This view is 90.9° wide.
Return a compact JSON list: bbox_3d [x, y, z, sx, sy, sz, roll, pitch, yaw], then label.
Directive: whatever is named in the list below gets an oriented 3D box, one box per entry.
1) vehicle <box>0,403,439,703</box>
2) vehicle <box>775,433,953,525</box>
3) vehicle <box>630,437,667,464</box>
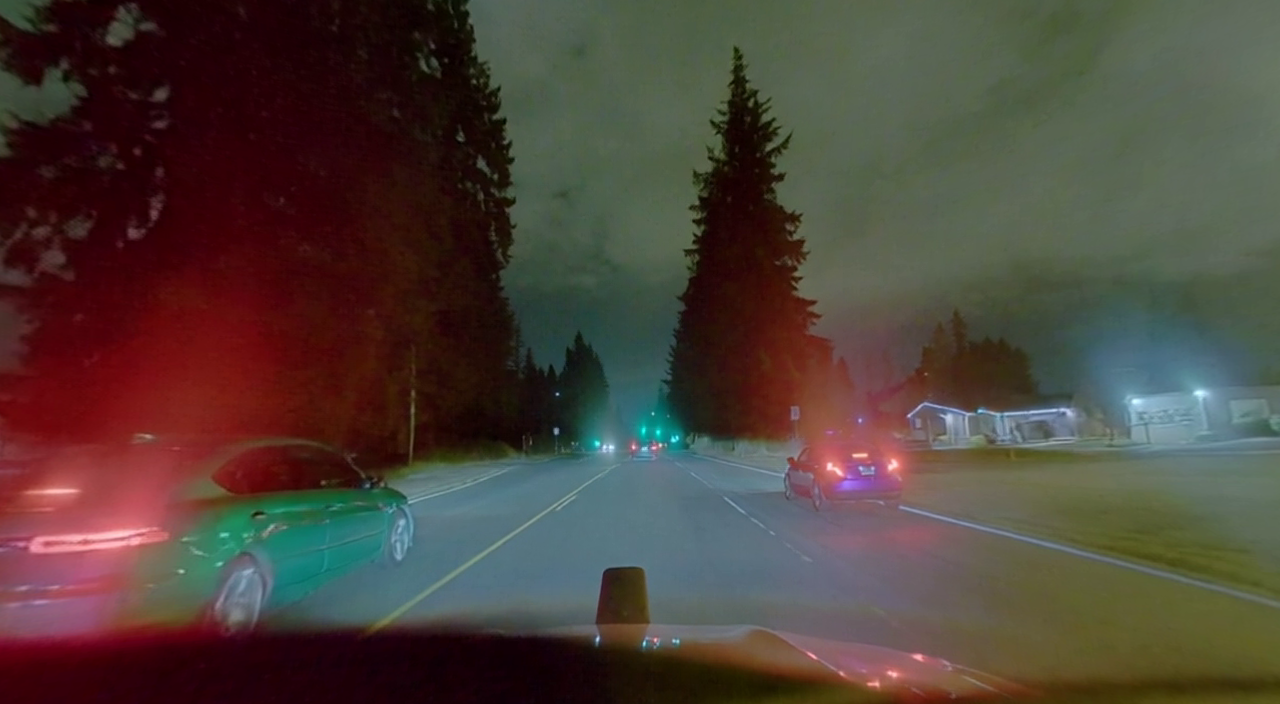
[{"bbox_3d":[-3.666,1.350,5.563,2.162,1.546,4.889,-1,-7,0],"label":"vehicle"},{"bbox_3d":[4.193,2.394,12.699,1.943,1.471,4.515,-1,-7,0],"label":"vehicle"},{"bbox_3d":[0.567,6.154,39.621,2.206,1.525,4.695,-1,-7,1],"label":"vehicle"}]
